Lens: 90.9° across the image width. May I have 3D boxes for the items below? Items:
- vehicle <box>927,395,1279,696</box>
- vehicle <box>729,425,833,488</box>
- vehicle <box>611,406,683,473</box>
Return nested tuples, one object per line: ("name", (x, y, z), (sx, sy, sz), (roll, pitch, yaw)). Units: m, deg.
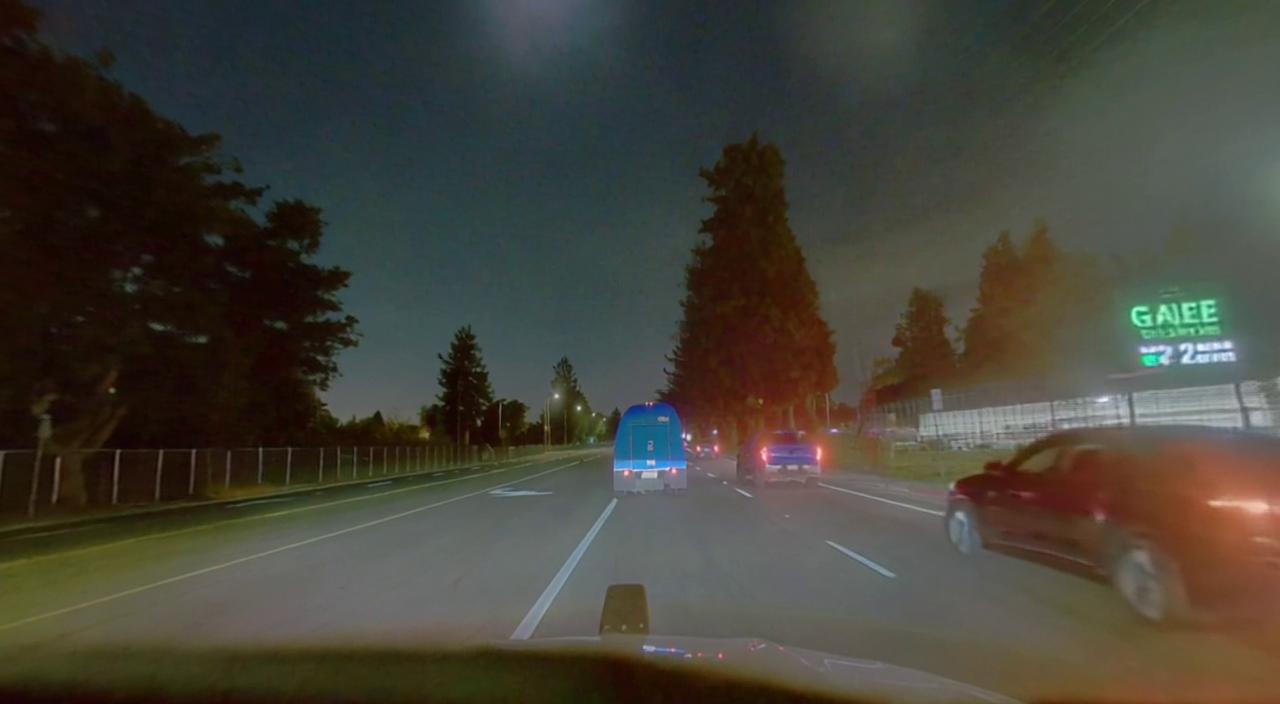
("vehicle", (4.488, 1.349, 5.507), (2.001, 1.621, 4.208), (0, -8, 1))
("vehicle", (4.556, 3.472, 21.326), (2.375, 1.857, 5.100), (0, -8, 0))
("vehicle", (0.417, 4.375, 31.461), (3.197, 2.963, 7.055), (0, -8, 2))
